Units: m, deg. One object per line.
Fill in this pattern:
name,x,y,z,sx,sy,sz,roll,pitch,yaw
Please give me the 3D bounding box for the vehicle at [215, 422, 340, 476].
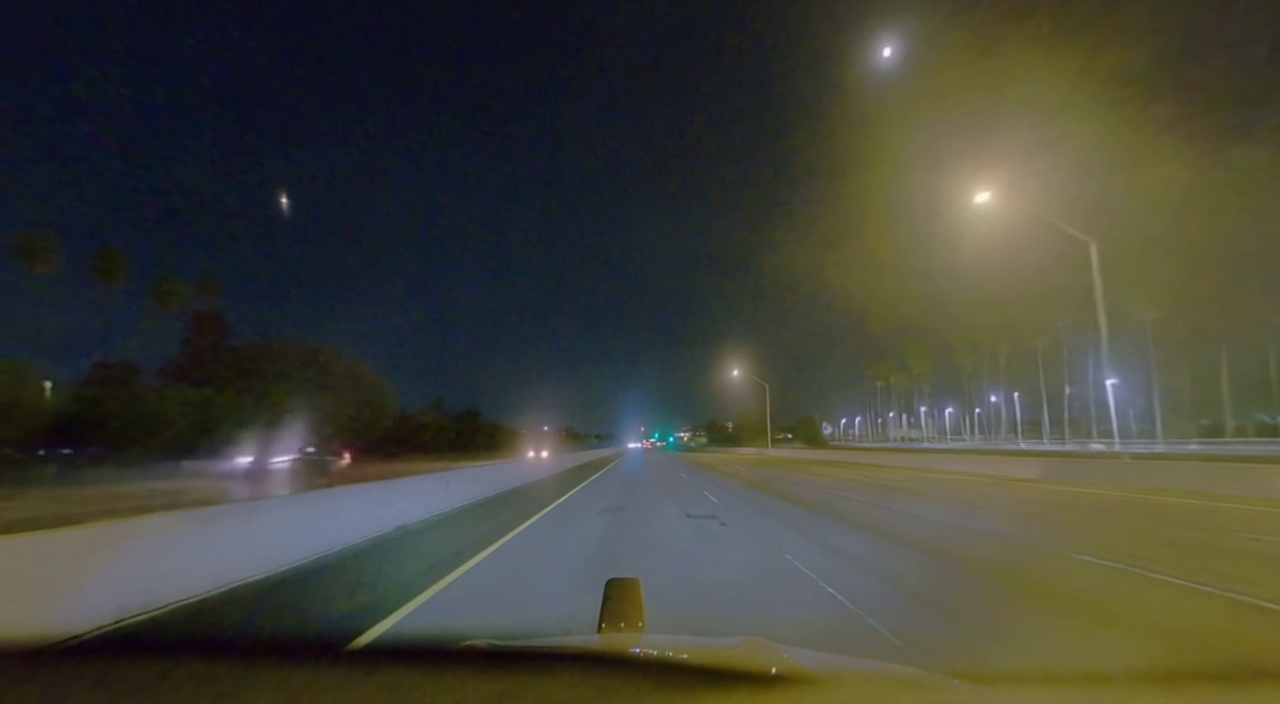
vehicle,-17.356,4.695,30.723,2.340,2.360,6.092,0,-8,1
